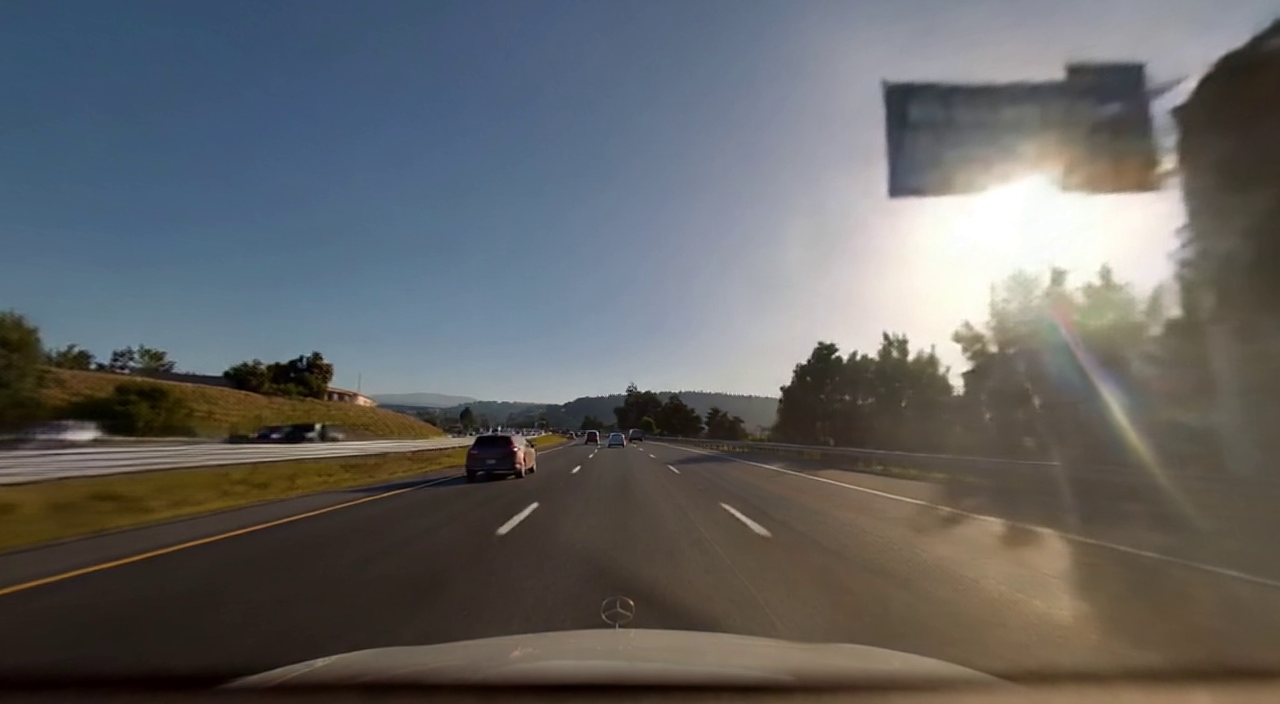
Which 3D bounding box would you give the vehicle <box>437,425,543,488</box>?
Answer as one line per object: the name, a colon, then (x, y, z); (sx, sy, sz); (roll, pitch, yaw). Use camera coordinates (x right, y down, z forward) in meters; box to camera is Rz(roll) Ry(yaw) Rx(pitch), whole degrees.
vehicle: (-4.146, 2.947, 18.187); (2.062, 1.591, 4.156); (0, -8, -1)
